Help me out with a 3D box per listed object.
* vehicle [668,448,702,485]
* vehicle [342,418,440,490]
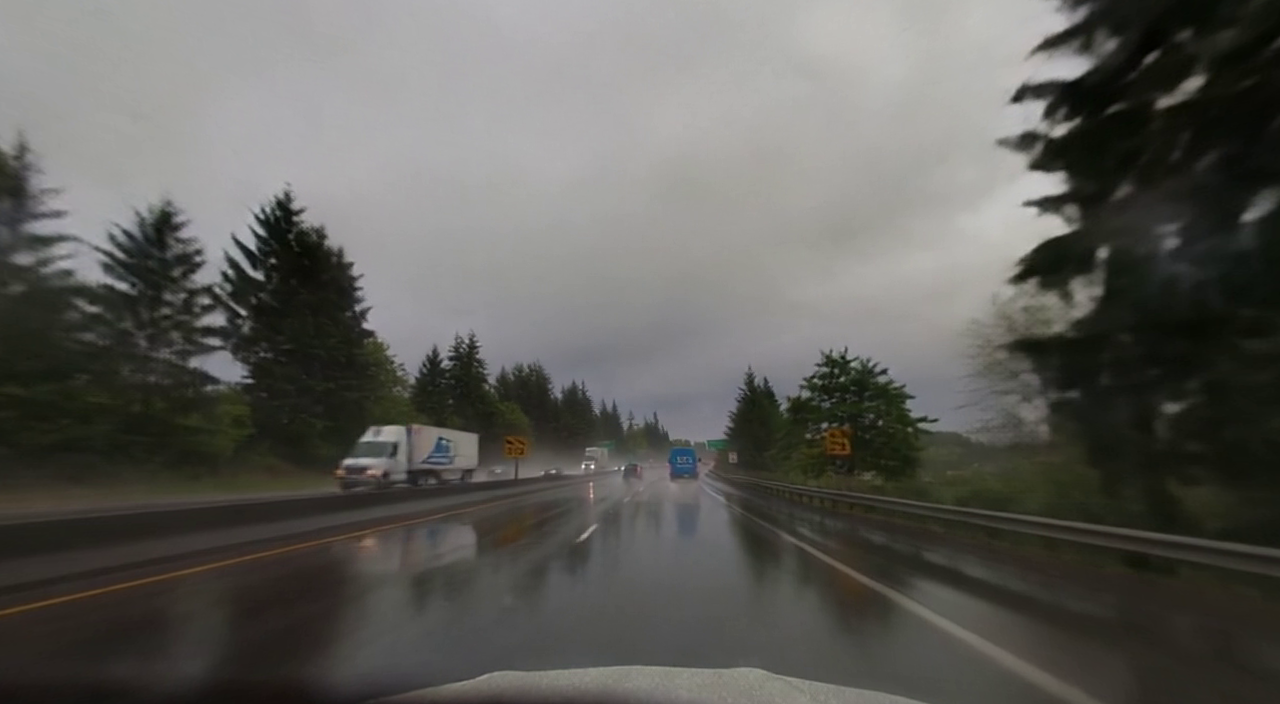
[{"bbox_3d":[3.302,8.585,47.137,2.366,2.595,5.793,0,-11,3],"label":"vehicle"},{"bbox_3d":[-14.673,6.170,37.767,2.881,3.885,6.052,0,-11,4],"label":"vehicle"}]
